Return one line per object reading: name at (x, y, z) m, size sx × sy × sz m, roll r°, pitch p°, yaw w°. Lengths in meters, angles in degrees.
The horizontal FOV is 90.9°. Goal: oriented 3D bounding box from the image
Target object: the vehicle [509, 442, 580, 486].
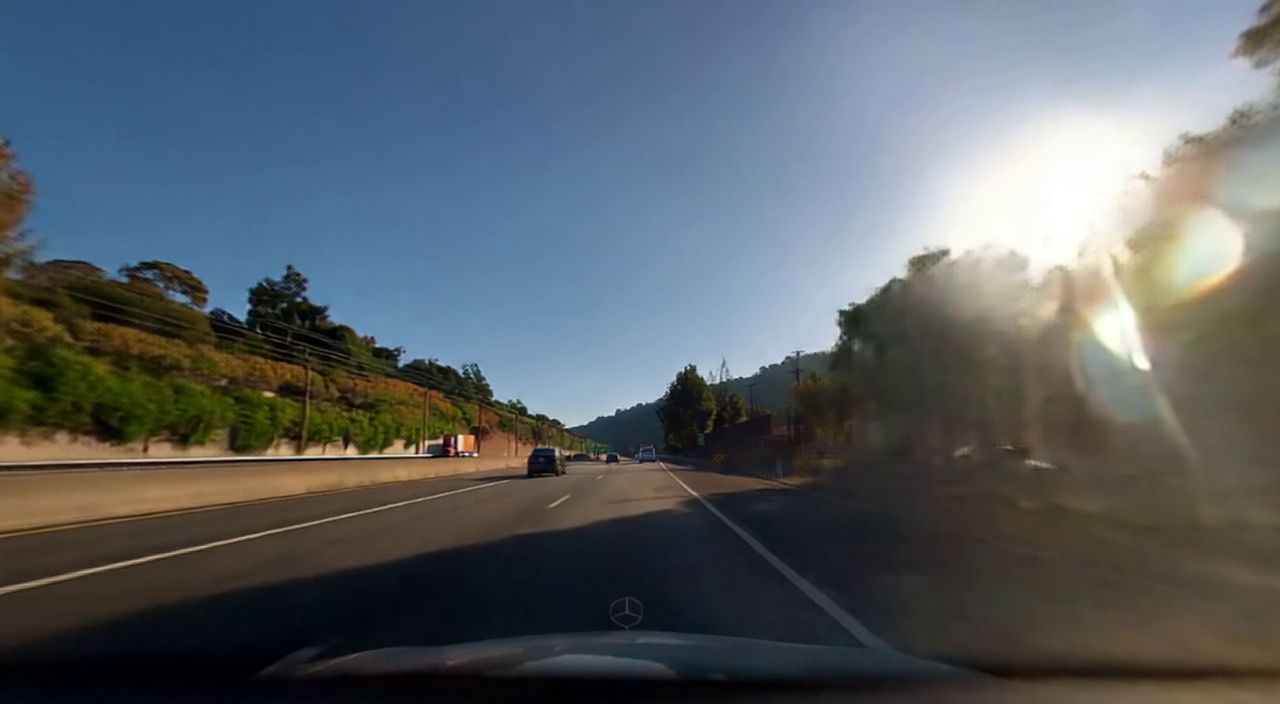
vehicle at (-4.009, 4.797, 27.247) m, size 2.263 × 1.696 × 4.321 m, roll 0°, pitch -9°, yaw 1°
